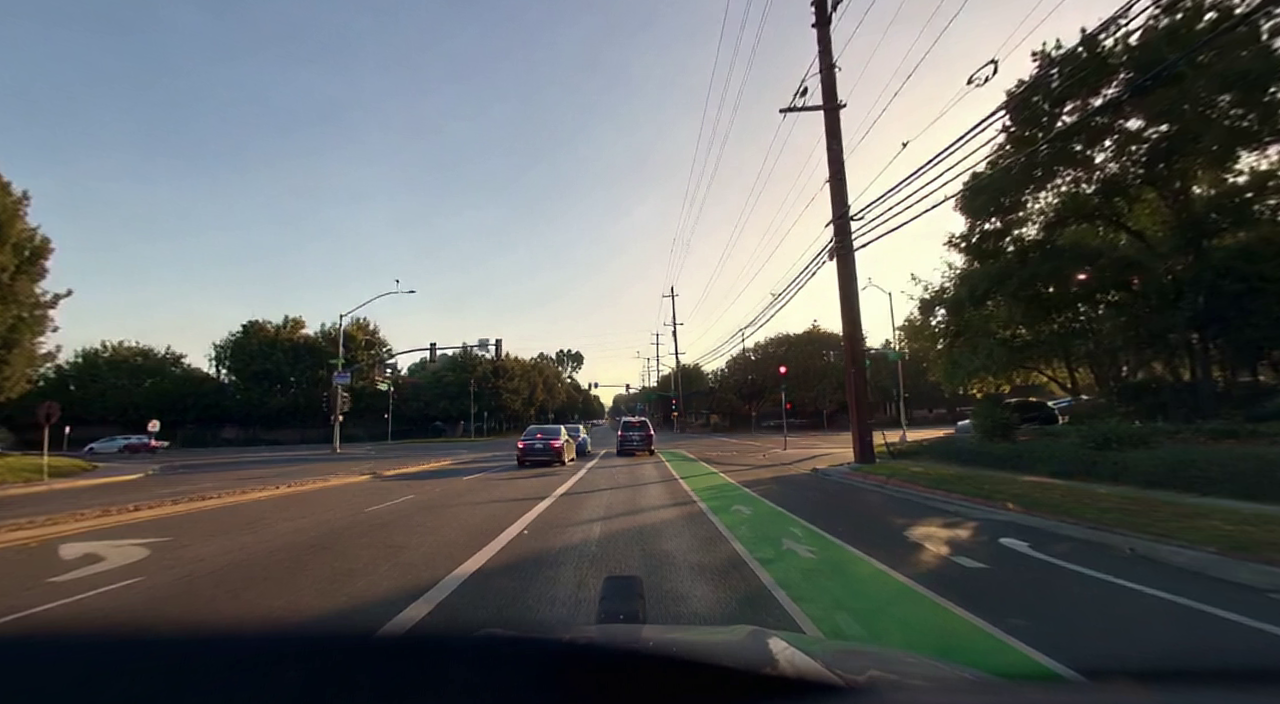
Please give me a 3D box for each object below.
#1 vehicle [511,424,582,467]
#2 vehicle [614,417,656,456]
[{"bbox_3d":[-3.669,3.711,25.761,2.138,1.488,5.327,1,-6,-1],"label":"vehicle"},{"bbox_3d":[-0.291,4.489,33.565,2.036,1.885,5.196,1,-8,-1],"label":"vehicle"}]
